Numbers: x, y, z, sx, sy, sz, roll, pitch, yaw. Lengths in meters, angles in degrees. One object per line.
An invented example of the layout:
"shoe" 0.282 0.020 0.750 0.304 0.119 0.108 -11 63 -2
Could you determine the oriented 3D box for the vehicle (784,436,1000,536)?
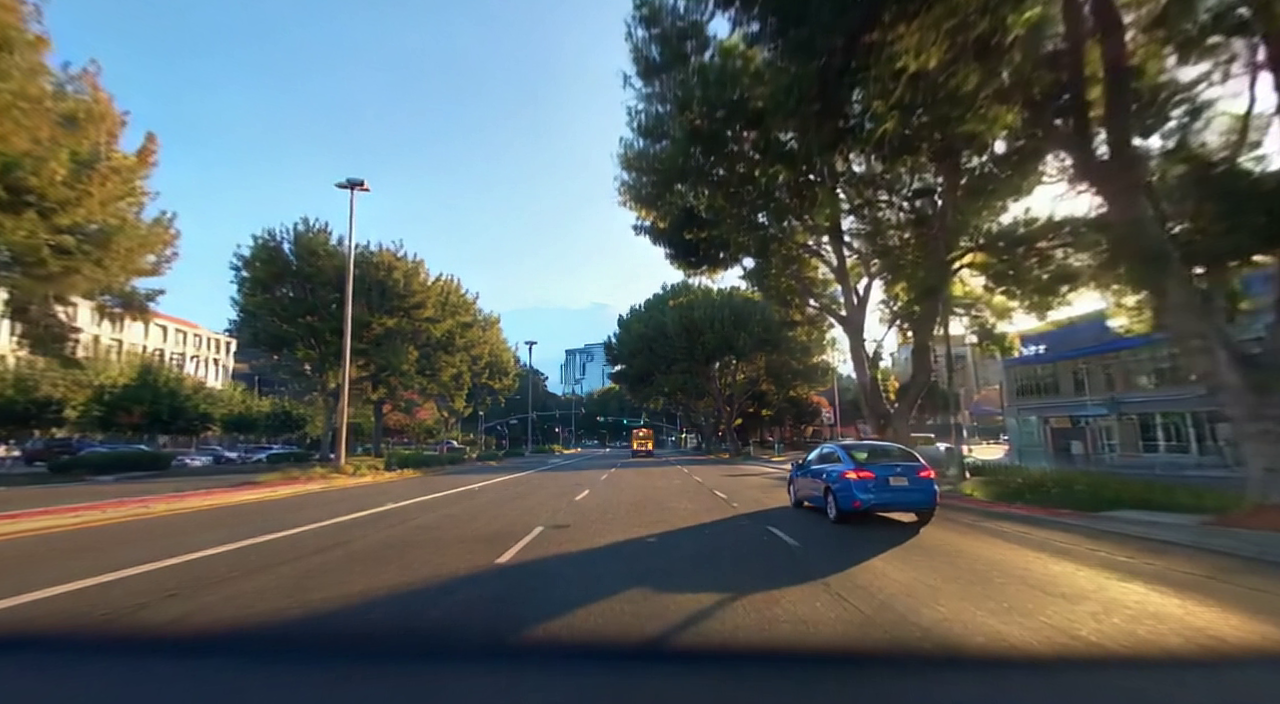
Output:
"vehicle" 4.227 2.302 11.585 2.005 1.442 4.675 0 -8 0
